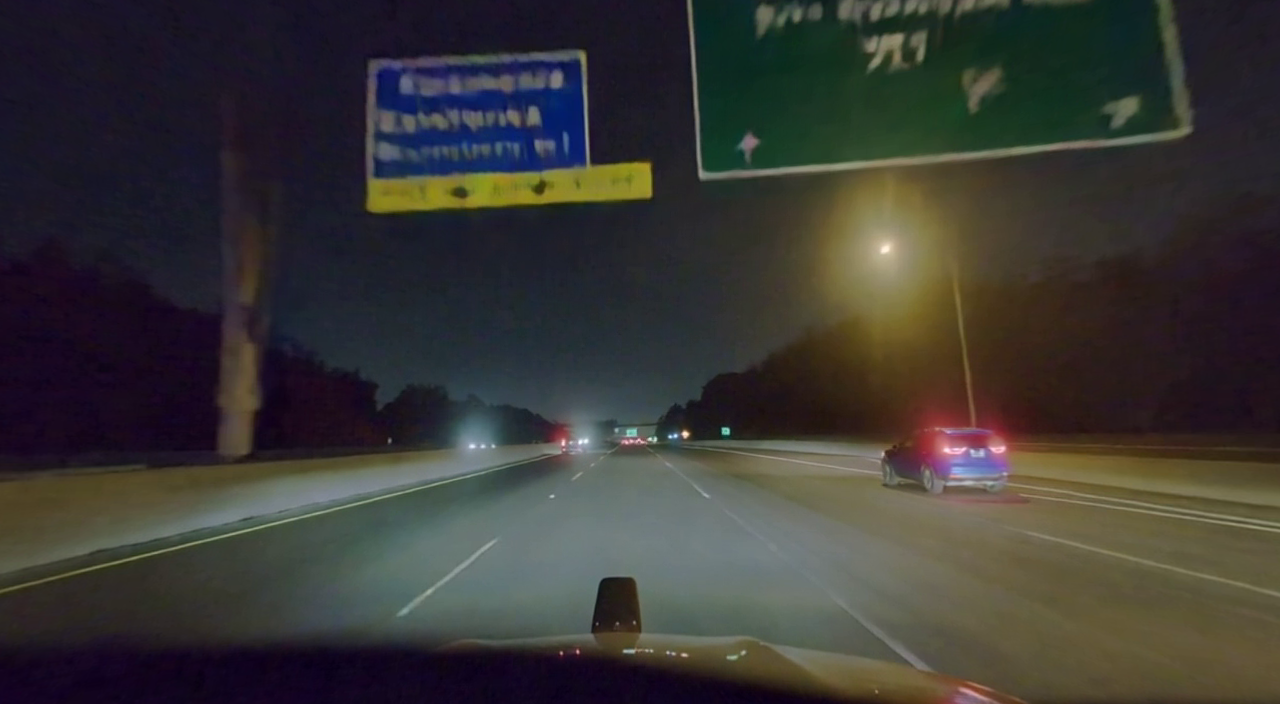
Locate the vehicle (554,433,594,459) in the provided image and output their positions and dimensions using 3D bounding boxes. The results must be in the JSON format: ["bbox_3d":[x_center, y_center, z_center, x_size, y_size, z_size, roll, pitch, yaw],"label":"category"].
[{"bbox_3d":[-3.967,5.688,38.296,2.032,1.465,4.316,0,-8,-1],"label":"vehicle"}]

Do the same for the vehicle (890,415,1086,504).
[{"bbox_3d":[7.303,2.276,13.769,1.956,1.634,3.935,0,-8,-1],"label":"vehicle"}]
